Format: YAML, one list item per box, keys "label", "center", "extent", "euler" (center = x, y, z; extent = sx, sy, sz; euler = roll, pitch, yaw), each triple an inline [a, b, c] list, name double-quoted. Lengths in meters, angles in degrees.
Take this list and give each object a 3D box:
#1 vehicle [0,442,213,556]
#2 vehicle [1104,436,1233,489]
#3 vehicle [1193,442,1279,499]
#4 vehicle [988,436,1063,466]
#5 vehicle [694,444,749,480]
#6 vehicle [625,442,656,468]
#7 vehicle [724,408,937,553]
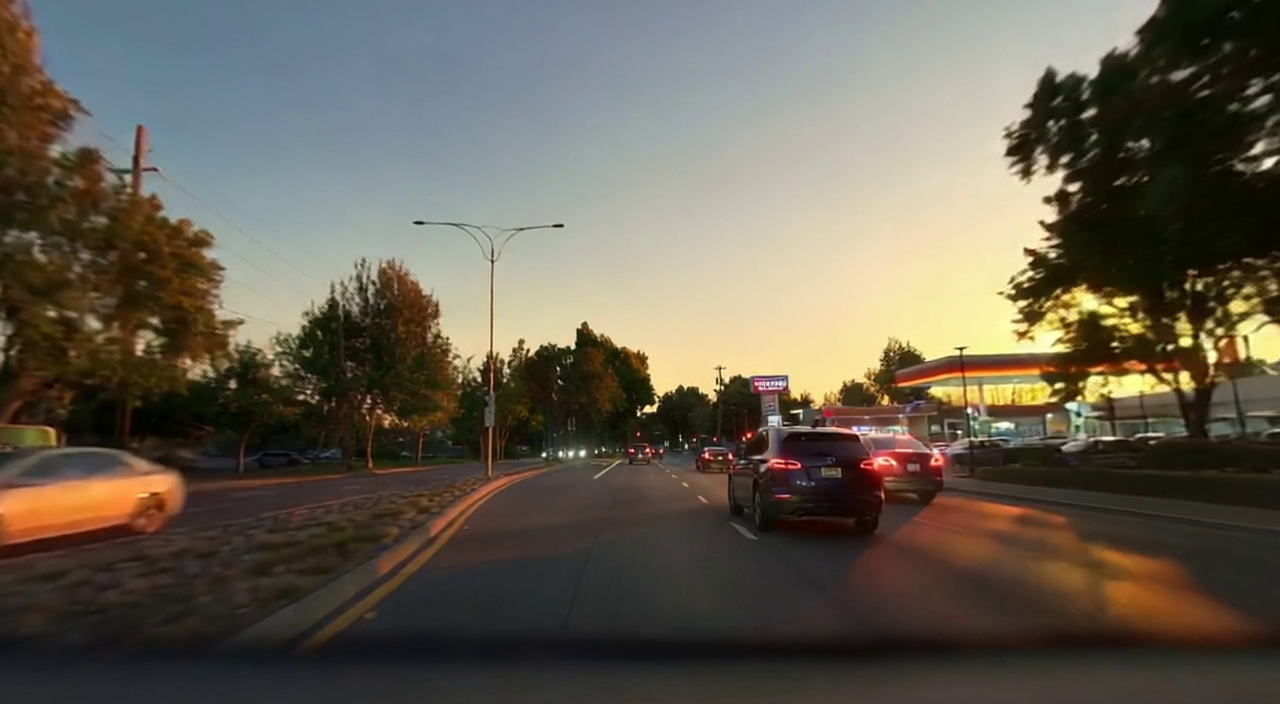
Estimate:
- label: "vehicle"
  center: [-8.954, 2.070, 9.417]
  extent: [2.131, 1.378, 4.391]
  euler: [0, -9, 0]
- label: "vehicle"
  center: [18.296, 3.772, 21.854]
  extent: [4.049, 1.671, 1.868]
  euler: [4, -10, -28]
- label: "vehicle"
  center: [18.572, 3.460, 18.795]
  extent: [4.582, 1.491, 2.032]
  euler: [6, -11, -35]
- label: "vehicle"
  center: [23.964, 6.185, 39.492]
  extent: [1.911, 1.714, 4.237]
  euler: [-1, -9, 0]
- label: "vehicle"
  center: [3.644, 5.024, 29.052]
  extent: [1.861, 1.478, 4.185]
  euler: [0, -9, -1]
- label: "vehicle"
  center: [0.036, 7.291, 44.904]
  extent: [2.101, 1.707, 3.904]
  euler: [0, -9, 0]
- label: "vehicle"
  center: [2.875, 2.099, 10.971]
  extent: [2.038, 1.917, 4.900]
  euler: [0, -9, -2]
